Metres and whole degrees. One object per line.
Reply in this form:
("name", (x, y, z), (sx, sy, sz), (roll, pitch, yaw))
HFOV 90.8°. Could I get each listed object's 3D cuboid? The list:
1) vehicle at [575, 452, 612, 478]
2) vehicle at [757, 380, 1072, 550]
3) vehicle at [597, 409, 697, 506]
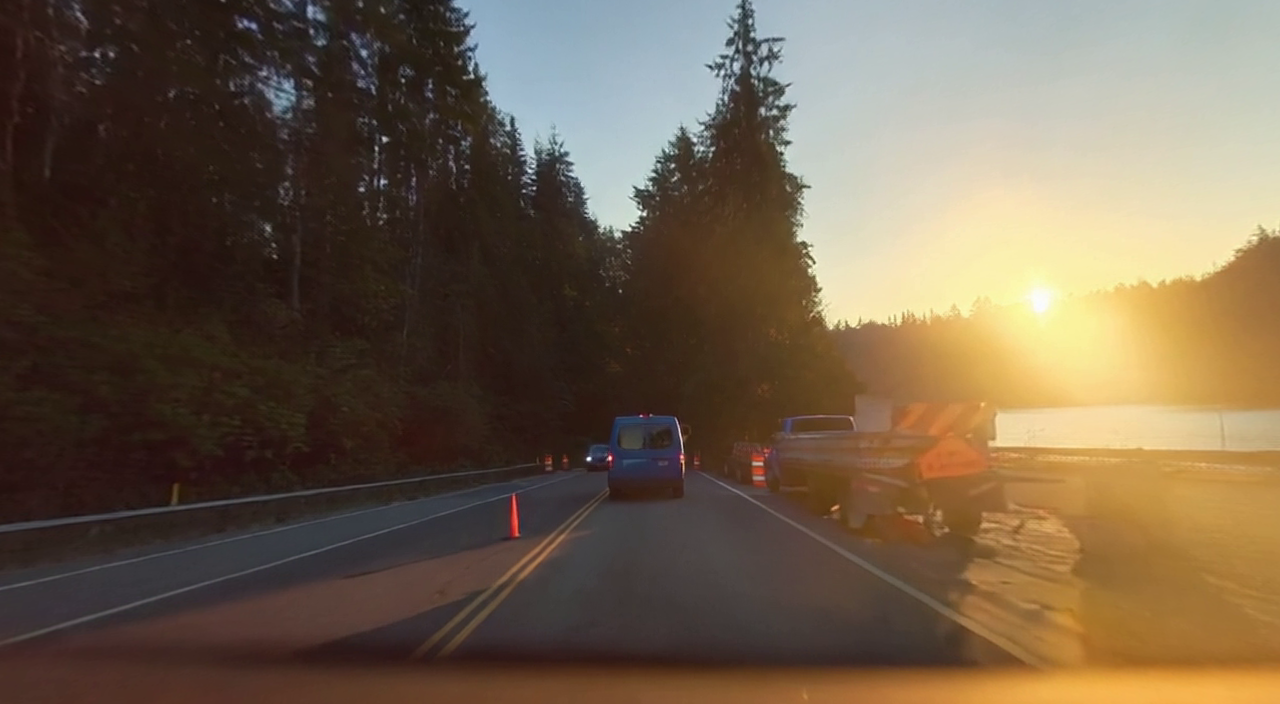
("vehicle", (-3.444, 8.464, 47.612), (2.230, 1.842, 5.014), (0, -8, 1))
("vehicle", (4.006, 1.934, 11.542), (2.833, 2.033, 7.668), (0, -9, 4))
("vehicle", (0.343, 2.847, 17.355), (2.362, 2.247, 4.892), (-1, -9, 4))
